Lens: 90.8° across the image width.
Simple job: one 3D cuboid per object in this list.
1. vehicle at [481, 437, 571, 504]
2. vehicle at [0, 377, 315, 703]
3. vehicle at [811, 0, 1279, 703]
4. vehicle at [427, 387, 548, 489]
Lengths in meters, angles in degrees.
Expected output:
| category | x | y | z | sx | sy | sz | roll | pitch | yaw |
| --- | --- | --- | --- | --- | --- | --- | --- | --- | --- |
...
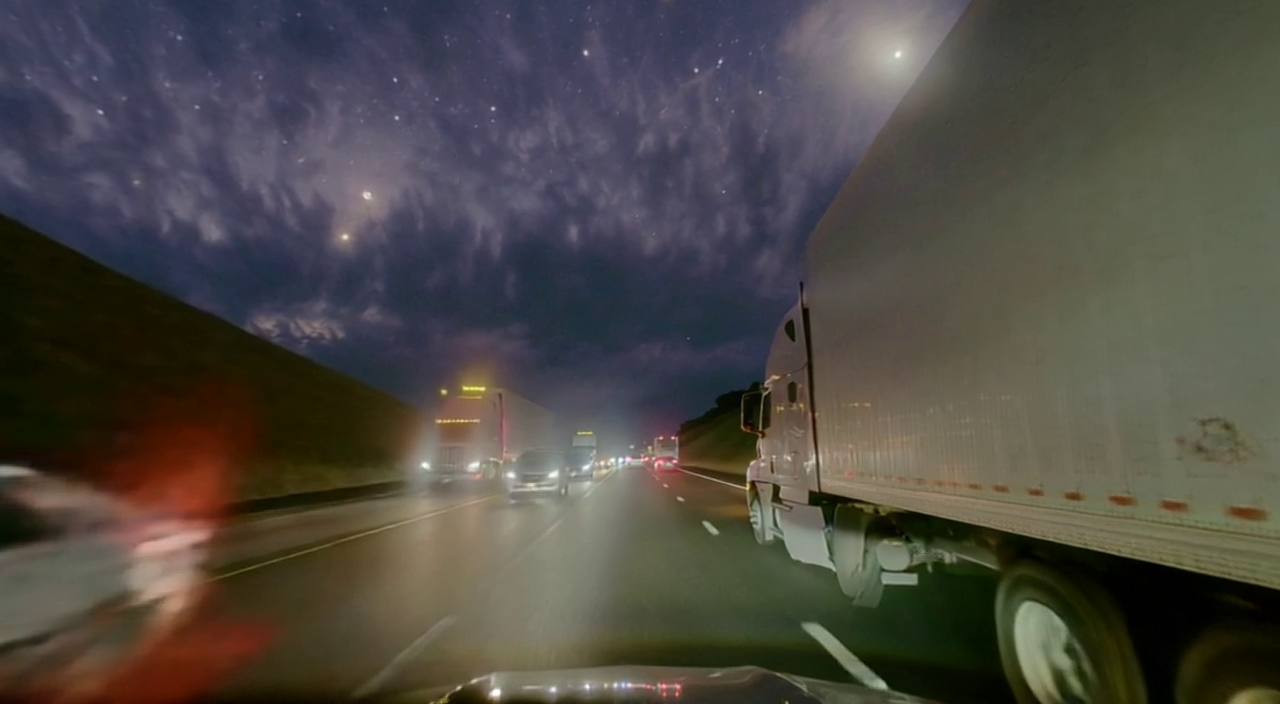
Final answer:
| category | x | y | z | sx | sy | sz | roll | pitch | yaw |
| --- | --- | --- | --- | --- | --- | --- | --- | --- | --- |
| vehicle | -3.473 | 3.687 | 20.042 | 2.088 | 1.860 | 4.164 | 0 | -9 | -1 |
| vehicle | -3.343 | 0.954 | 2.631 | 2.005 | 1.598 | 3.684 | 0 | -9 | -1 |
| vehicle | 3.137 | -0.006 | 2.733 | 2.959 | 3.973 | 5.928 | 0 | -9 | -1 |
| vehicle | -7.191 | 4.550 | 32.565 | 2.892 | 4.087 | 14.120 | 0 | -9 | -1 |
